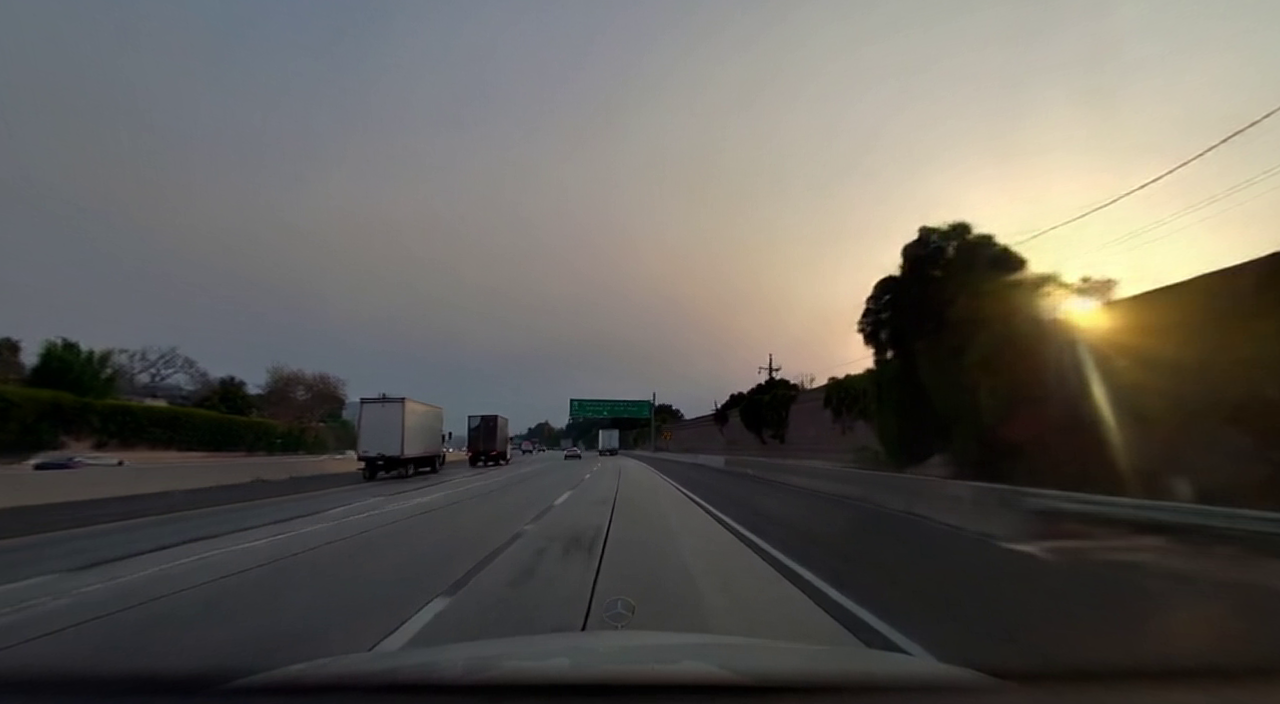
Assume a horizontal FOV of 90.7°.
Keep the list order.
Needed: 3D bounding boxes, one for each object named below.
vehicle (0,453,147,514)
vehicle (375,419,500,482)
[{"bbox_3d":[-16.866,3.681,18.201,1.842,1.452,4.612,0,-8,-3],"label":"vehicle"},{"bbox_3d":[-10.205,5.273,34.246,3.270,2.674,14.547,1,-9,-5],"label":"vehicle"}]
